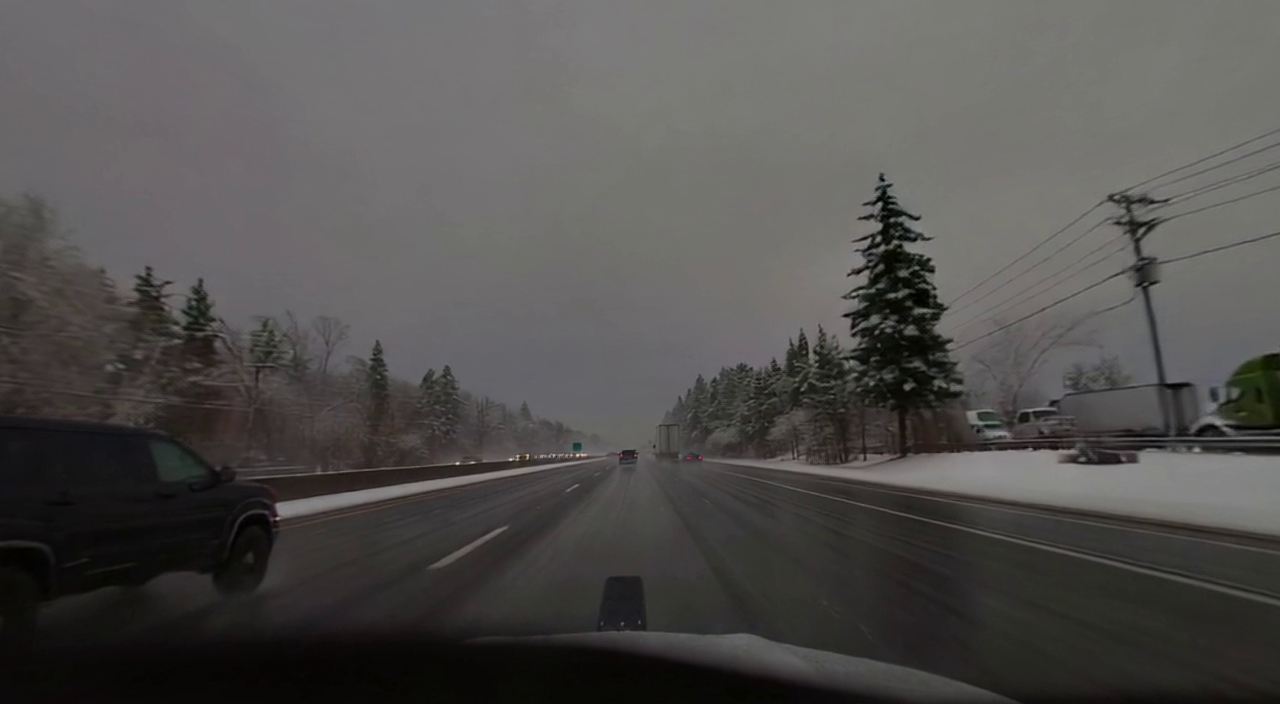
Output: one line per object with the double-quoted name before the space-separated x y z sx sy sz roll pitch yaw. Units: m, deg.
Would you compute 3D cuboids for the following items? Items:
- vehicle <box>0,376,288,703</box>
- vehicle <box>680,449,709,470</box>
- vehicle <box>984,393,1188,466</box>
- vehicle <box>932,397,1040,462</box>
"vehicle" -4.234 1.018 3.355 2.018 1.710 4.649 0 -9 0
"vehicle" 4.011 7.981 46.895 1.779 1.512 3.517 0 -9 0
"vehicle" 32.226 6.000 47.417 3.127 4.337 16.355 -3 -8 -1
"vehicle" 23.424 5.407 43.252 2.871 3.908 7.556 -3 -9 1
